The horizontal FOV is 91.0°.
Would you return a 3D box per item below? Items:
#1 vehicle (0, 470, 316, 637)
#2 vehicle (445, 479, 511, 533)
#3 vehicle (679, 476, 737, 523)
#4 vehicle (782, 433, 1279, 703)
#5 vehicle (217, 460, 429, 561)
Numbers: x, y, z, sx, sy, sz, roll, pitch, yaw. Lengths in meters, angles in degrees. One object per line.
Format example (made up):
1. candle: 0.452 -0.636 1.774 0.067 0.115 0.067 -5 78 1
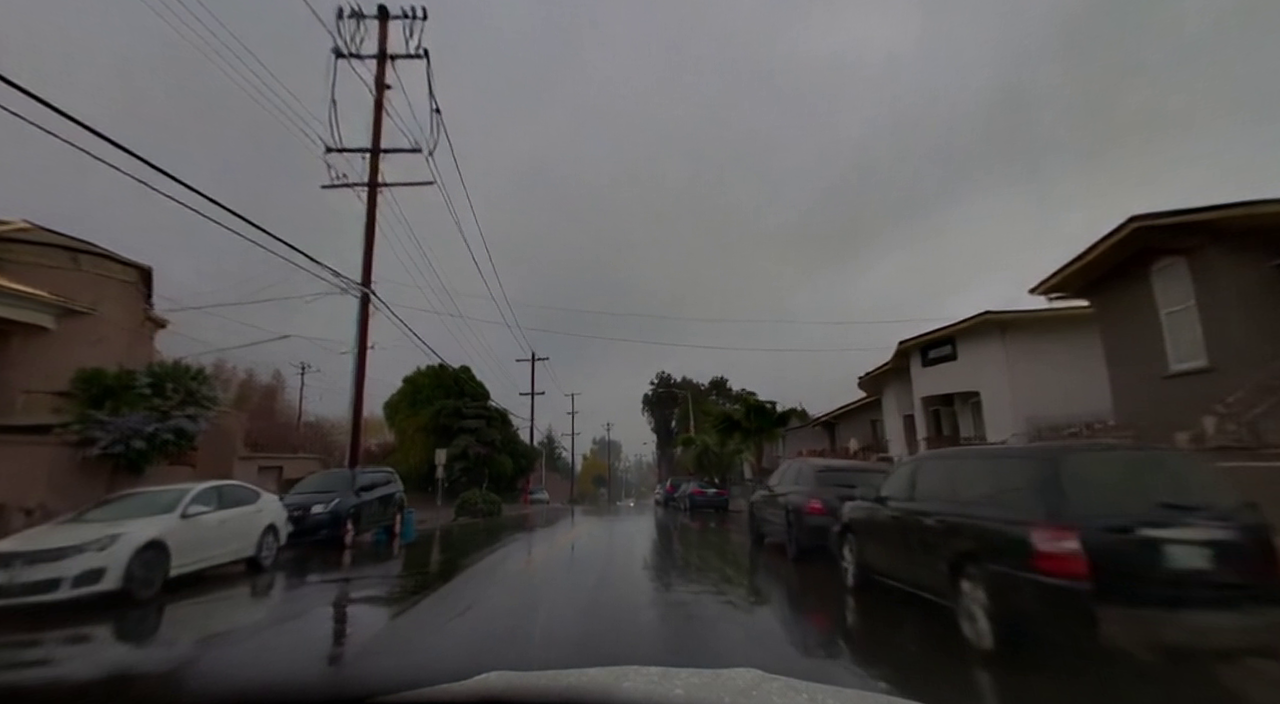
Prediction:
1. vehicle: -6.516 2.420 8.513 1.960 1.437 4.454 0 -8 -1
2. vehicle: -7.047 6.735 27.926 1.933 1.824 5.142 0 -8 -4
3. vehicle: 2.572 5.705 24.670 1.756 1.455 3.965 0 -8 -1
4. vehicle: 2.980 1.456 5.208 2.212 1.476 4.678 1 -8 -4
5. vehicle: -6.724 3.384 14.292 2.017 1.683 5.412 0 -8 0
